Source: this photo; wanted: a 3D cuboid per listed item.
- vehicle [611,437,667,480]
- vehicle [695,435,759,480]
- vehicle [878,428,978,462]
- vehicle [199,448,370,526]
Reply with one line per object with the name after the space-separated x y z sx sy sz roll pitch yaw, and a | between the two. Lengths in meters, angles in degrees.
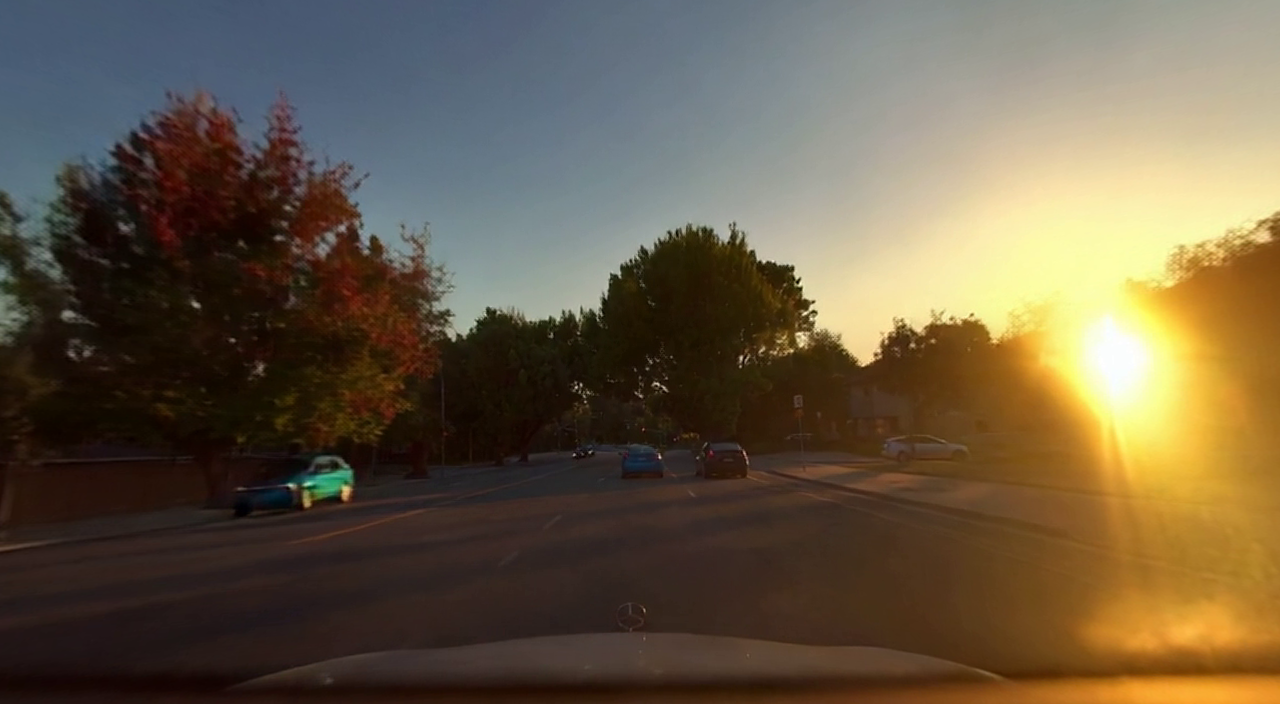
-0.044 4.531 27.032 2.200 1.653 4.127 0 -8 0 | vehicle
3.594 4.427 26.769 2.024 1.711 4.512 0 -8 0 | vehicle
15.412 5.019 33.915 4.378 1.754 2.007 1 -9 0 | vehicle
-9.595 3.628 17.558 2.101 1.703 4.481 -4 -9 1 | vehicle
